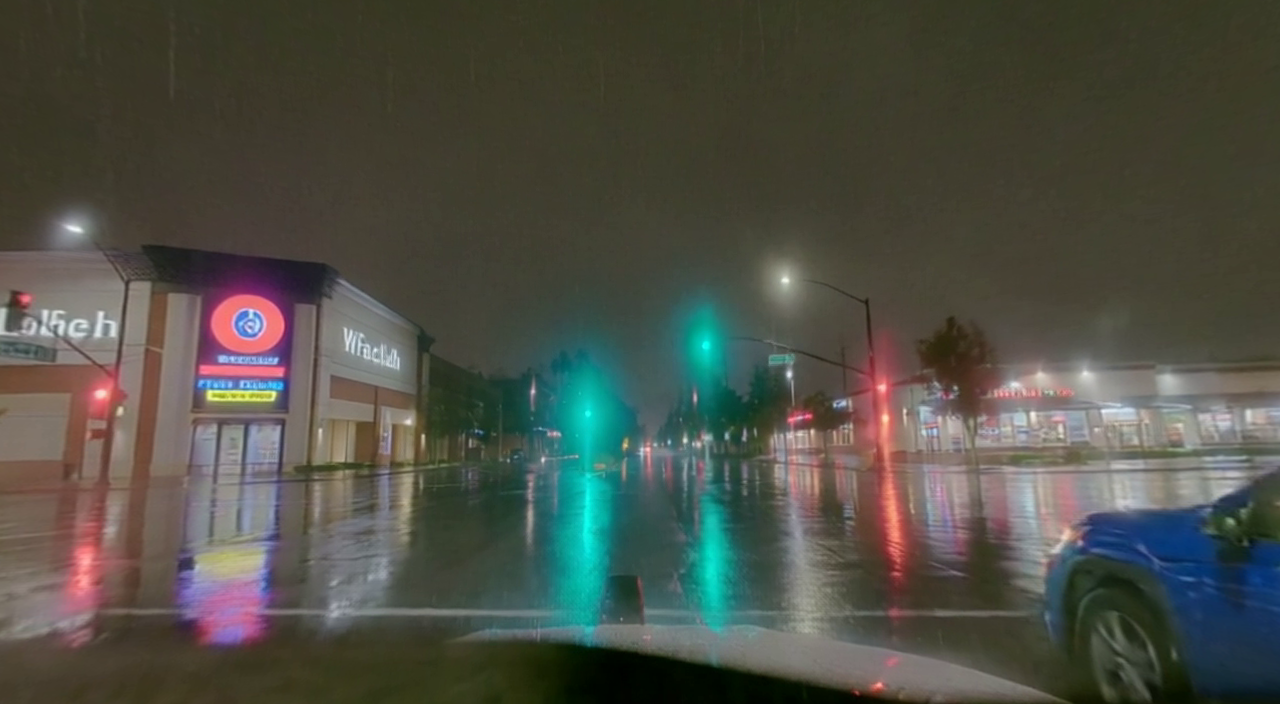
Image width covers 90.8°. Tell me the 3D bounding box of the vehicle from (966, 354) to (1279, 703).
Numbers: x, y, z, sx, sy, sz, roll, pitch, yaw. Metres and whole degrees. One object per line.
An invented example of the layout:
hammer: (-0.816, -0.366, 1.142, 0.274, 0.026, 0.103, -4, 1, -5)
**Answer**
vehicle: (3.040, 0.730, 1.311, 2.015, 1.641, 4.995, 0, -9, 0)
